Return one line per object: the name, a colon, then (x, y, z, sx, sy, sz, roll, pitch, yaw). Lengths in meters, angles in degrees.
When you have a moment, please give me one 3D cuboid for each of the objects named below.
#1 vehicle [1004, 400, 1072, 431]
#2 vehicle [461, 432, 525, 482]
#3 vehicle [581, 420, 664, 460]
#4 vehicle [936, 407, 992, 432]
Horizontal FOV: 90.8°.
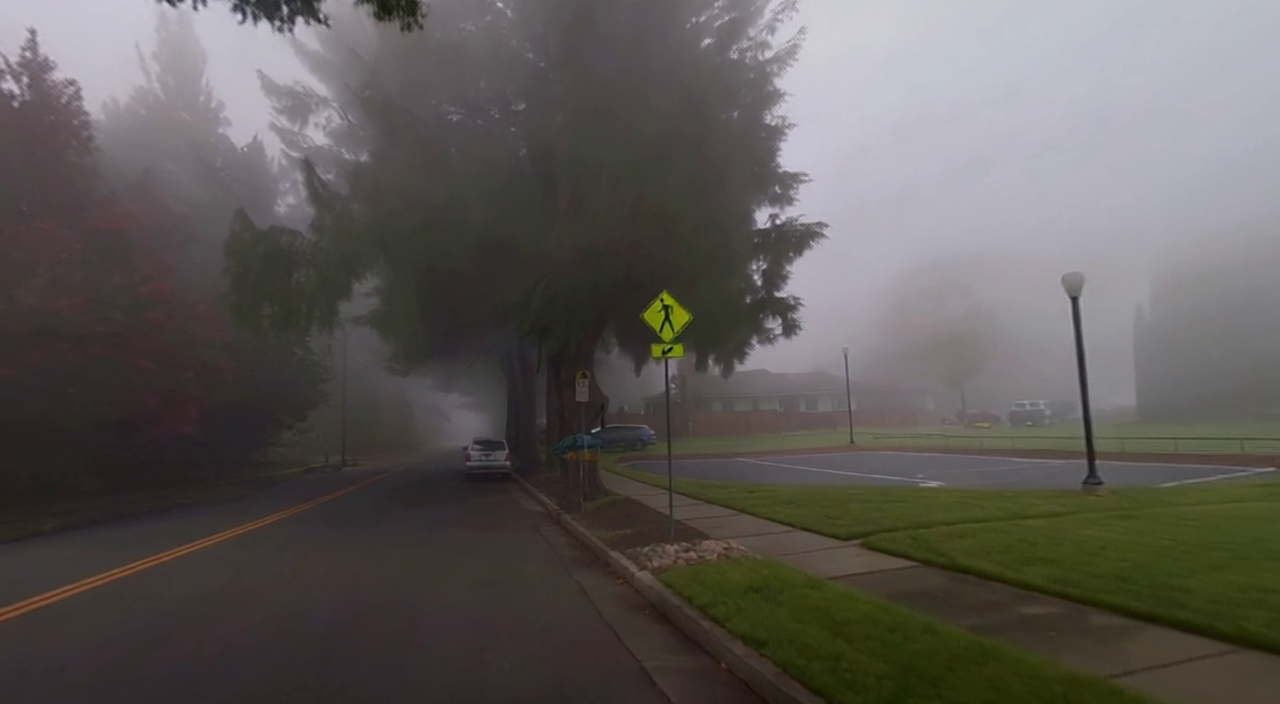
vehicle: (23.639, 3.797, 37.439, 4.481, 1.634, 1.973, 7, -11, -39)
vehicle: (-5.813, 4.083, 24.864, 2.204, 1.776, 4.262, 2, -9, -14)
vehicle: (-0.929, 4.880, 35.230, 1.954, 1.696, 4.390, -8, -5, 43)
vehicle: (22.348, 4.694, 43.510, 4.245, 1.601, 1.912, 7, -11, -41)
